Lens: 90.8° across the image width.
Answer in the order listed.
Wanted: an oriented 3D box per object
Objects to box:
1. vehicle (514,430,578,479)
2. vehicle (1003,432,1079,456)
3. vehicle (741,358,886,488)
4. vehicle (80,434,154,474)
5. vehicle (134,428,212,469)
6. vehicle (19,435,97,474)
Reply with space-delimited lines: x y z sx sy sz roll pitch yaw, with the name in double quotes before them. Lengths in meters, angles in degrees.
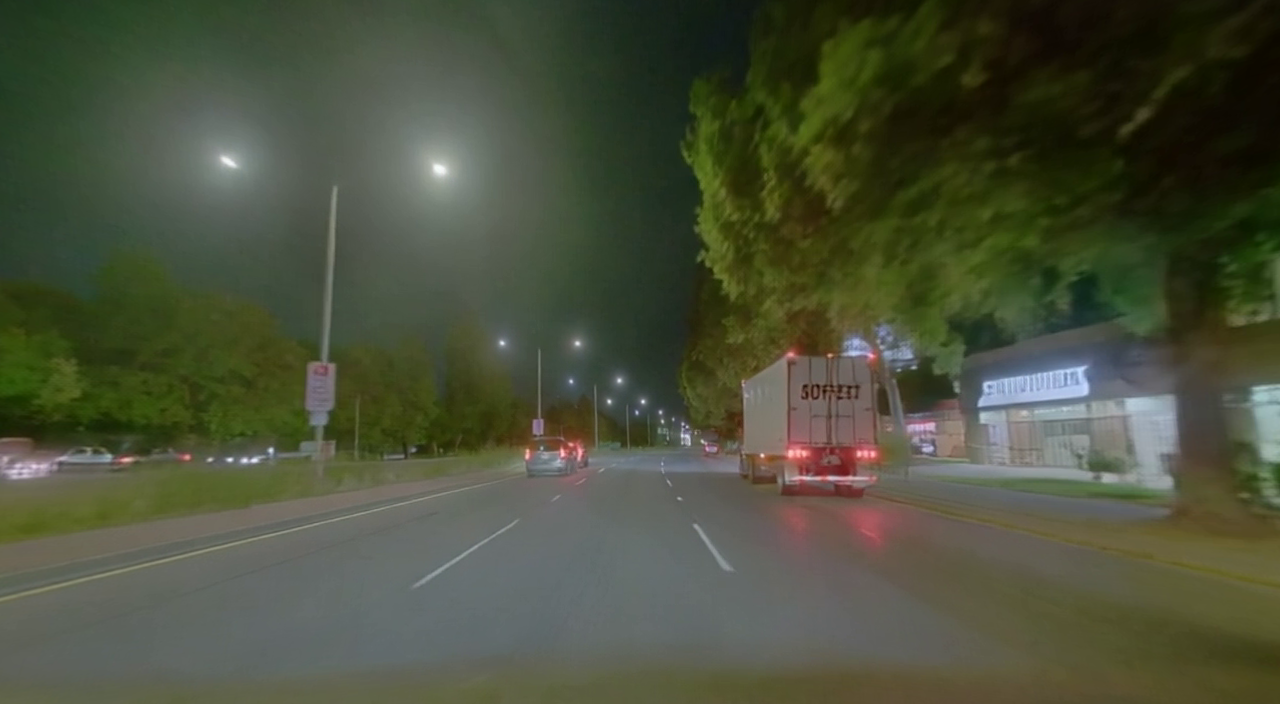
"vehicle" -4.376 4.894 30.419 2.270 2.068 5.865 0 -9 -1
"vehicle" 30.246 6.987 47.776 4.346 1.772 1.955 0 -10 0
"vehicle" 6.161 2.885 24.379 2.981 4.106 8.794 0 -9 0
"vehicle" -36.305 7.054 43.799 5.674 2.586 2.268 -6 -10 35
"vehicle" -34.580 7.208 46.723 6.078 2.726 2.294 -7 -12 31
"vehicle" -38.860 6.795 42.126 6.478 2.425 2.435 -6 -11 36
